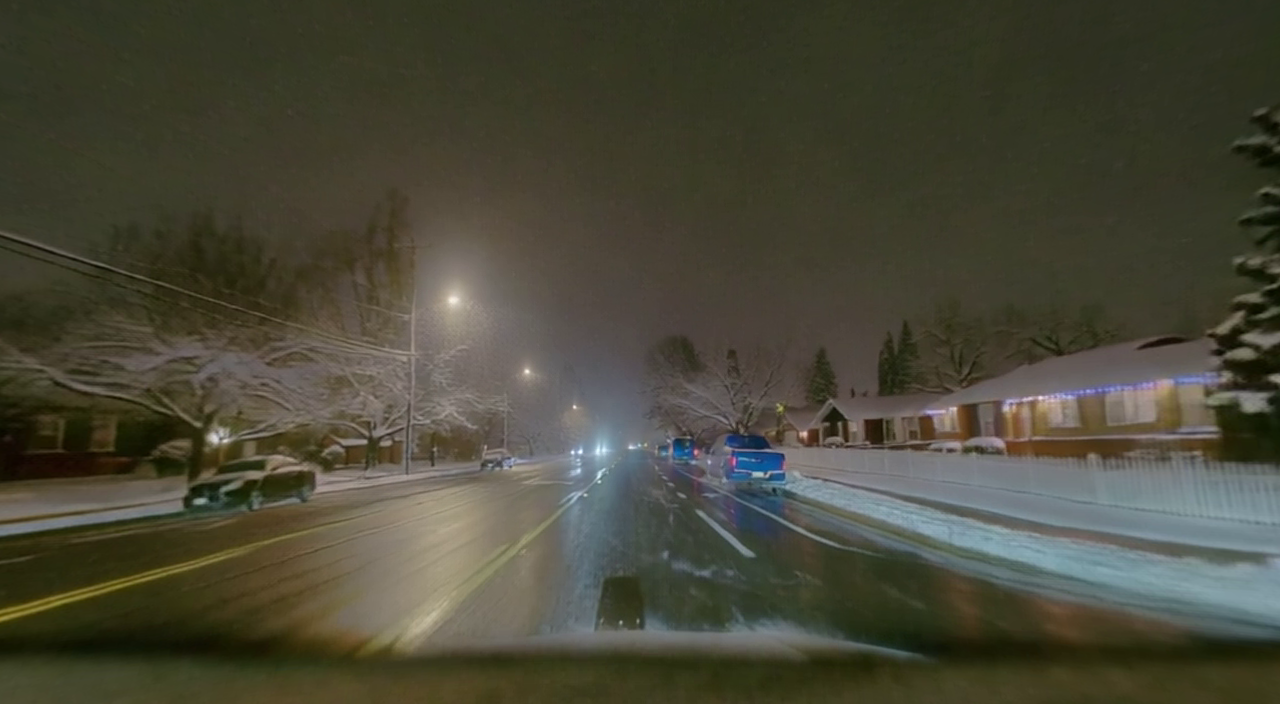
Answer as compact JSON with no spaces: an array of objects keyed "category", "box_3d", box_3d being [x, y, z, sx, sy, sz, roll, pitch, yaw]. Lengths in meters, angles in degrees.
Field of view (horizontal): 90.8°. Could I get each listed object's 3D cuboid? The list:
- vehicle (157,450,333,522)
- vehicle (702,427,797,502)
[{"category":"vehicle","box_3d":[-10.807,3.639,17.827,2.049,1.527,4.677,-3,-8,-1]},{"category":"vehicle","box_3d":[3.762,3.991,22.942,2.504,2.114,6.073,5,-8,3]}]
